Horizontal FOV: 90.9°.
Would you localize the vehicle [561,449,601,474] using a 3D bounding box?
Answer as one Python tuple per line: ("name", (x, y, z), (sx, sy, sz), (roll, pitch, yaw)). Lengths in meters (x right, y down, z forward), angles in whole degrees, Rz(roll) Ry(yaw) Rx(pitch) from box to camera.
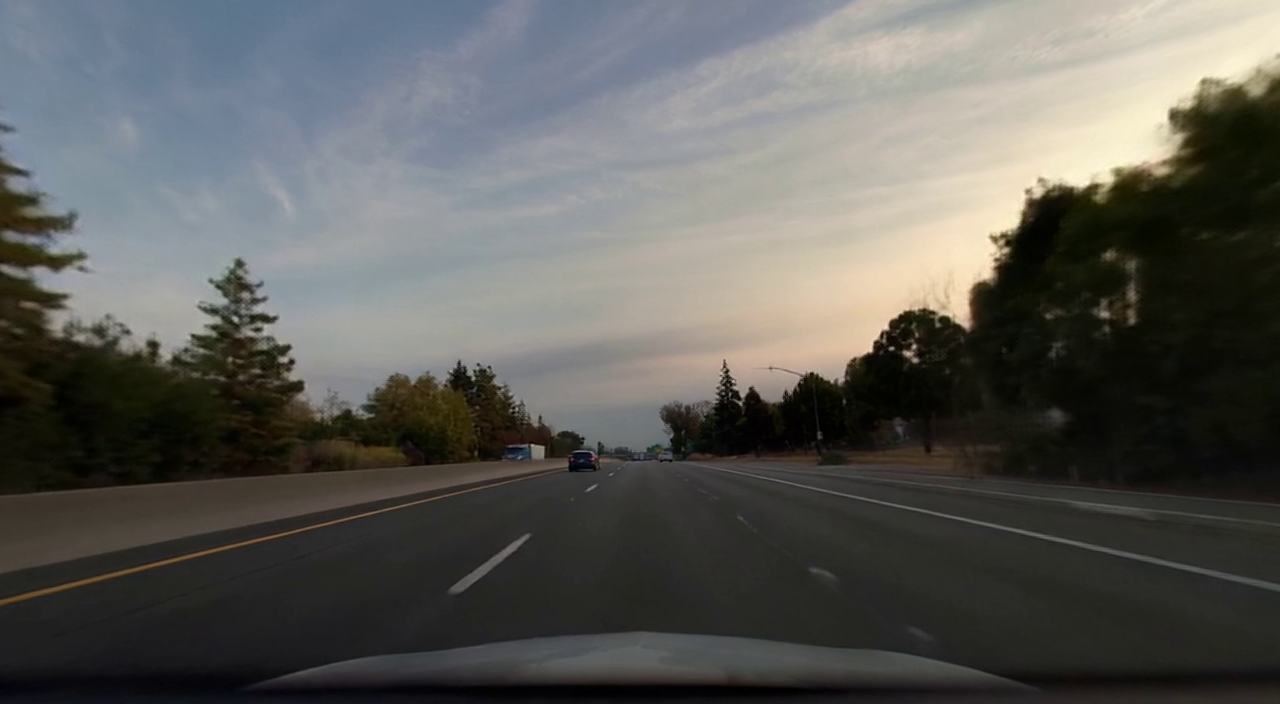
("vehicle", (-3.784, 7.213, 41.639), (2.128, 1.521, 5.409), (0, -9, 0))
